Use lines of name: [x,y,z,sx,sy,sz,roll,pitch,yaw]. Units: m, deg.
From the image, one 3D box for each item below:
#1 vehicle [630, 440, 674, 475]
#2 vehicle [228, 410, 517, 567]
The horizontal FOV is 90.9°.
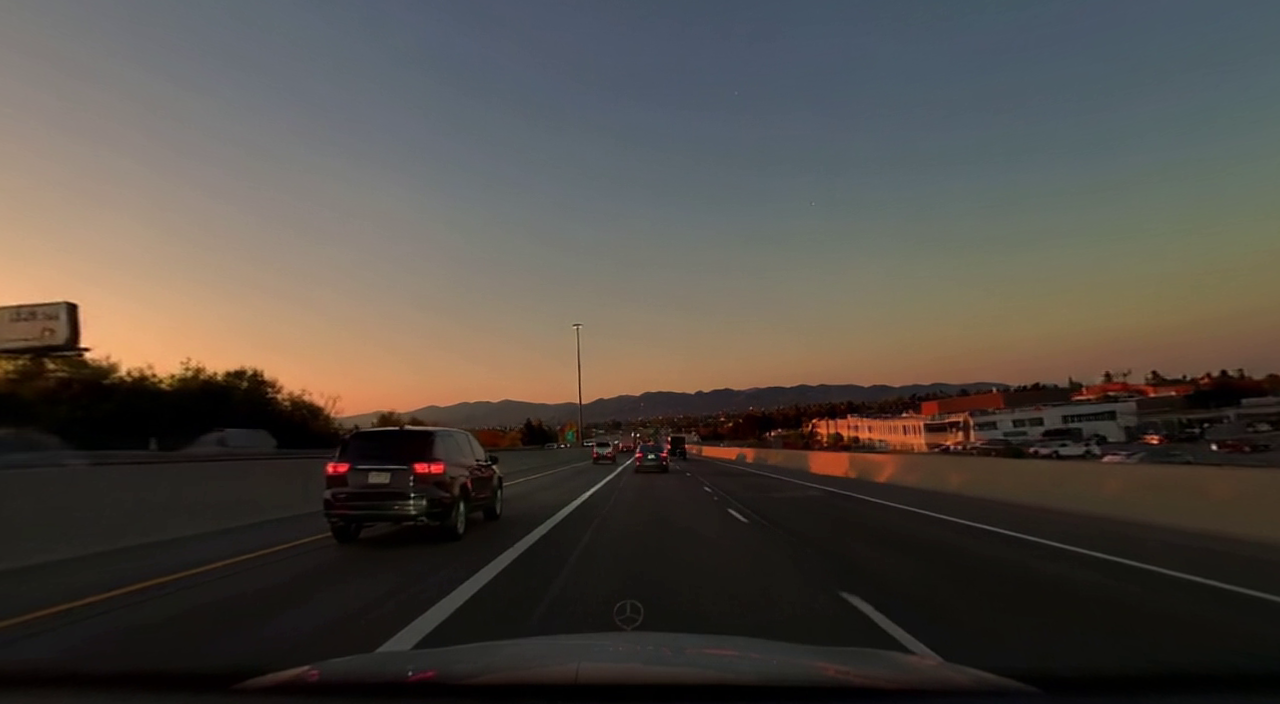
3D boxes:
vehicle: [0.545,5.068,30.492,2.000,1.558,3.945,0,-8,0]
vehicle: [-3.511,1.899,9.561,2.239,1.761,4.620,0,-8,1]
